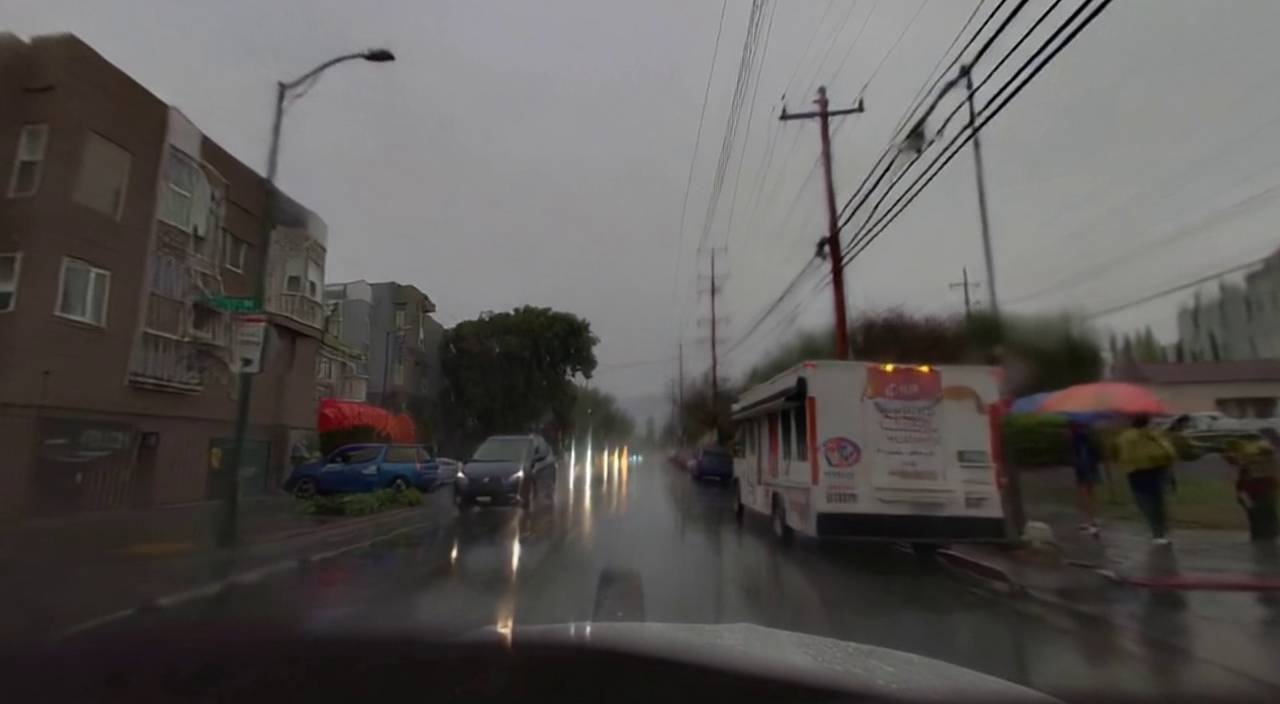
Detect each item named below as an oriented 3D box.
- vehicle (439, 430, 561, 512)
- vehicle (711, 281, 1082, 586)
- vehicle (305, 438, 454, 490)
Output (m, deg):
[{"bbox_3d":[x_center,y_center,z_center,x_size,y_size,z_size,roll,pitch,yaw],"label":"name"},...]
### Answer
[{"bbox_3d":[-3.185,2.800,15.331,1.952,1.708,4.096,0,-8,1],"label":"vehicle"},{"bbox_3d":[3.204,1.403,10.841,2.886,3.321,7.809,0,-8,-1],"label":"vehicle"},{"bbox_3d":[-10.118,4.434,24.951,5.093,1.855,2.338,3,-11,-18],"label":"vehicle"}]
